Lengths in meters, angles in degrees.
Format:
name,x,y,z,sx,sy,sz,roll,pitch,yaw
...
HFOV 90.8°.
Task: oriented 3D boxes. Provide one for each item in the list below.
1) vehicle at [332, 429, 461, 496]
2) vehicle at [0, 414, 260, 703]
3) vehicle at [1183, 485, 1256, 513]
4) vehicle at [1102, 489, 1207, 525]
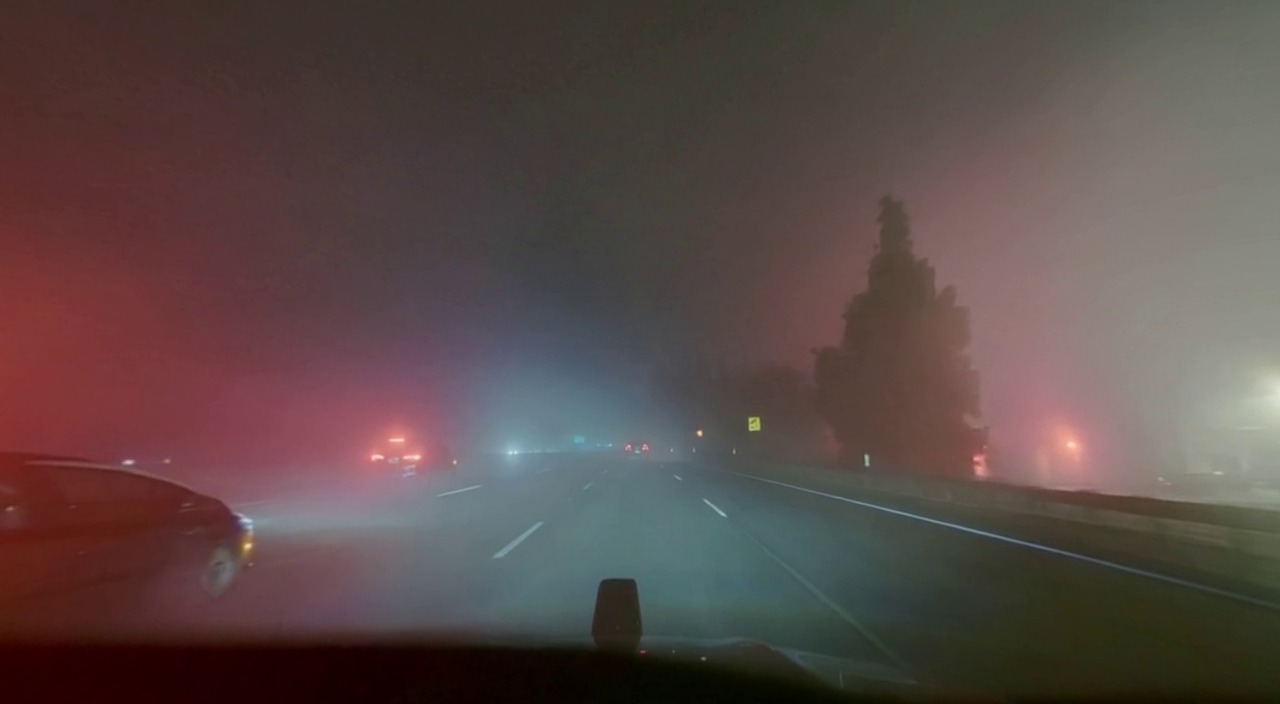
name,x,y,z,sx,sy,sz,roll,pitch,yaw
vehicle,-7.375,3.382,19.735,2.032,1.808,4.776,0,-8,1
vehicle,-4.066,1.008,2.730,1.967,1.488,4.565,0,-8,1
vehicle,41.006,10.381,44.819,1.732,1.505,4.392,-2,-9,13
vehicle,33.493,10.046,41.296,2.108,1.784,4.918,2,-8,-13
